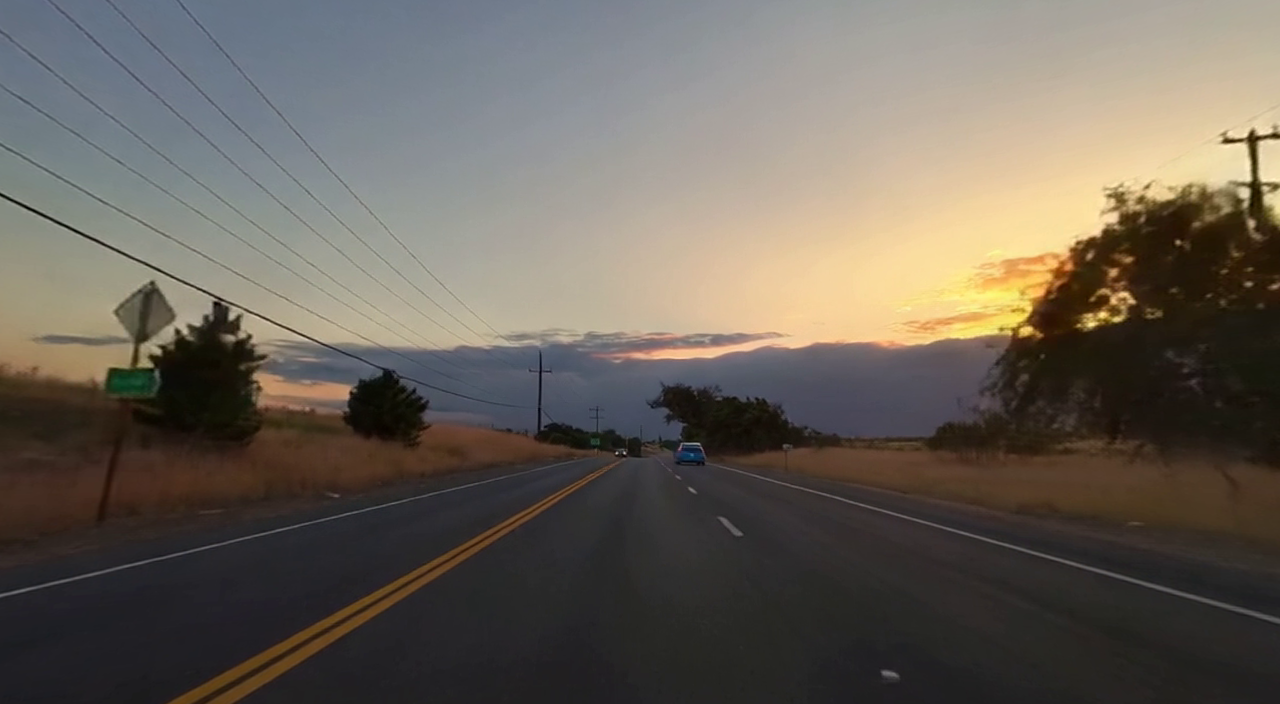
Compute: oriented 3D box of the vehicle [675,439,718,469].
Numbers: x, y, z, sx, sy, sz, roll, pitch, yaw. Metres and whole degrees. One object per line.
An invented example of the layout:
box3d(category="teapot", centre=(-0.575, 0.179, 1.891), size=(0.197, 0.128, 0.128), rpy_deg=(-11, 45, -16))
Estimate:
box3d(category="vehicle", centre=(3.383, 6.245, 38.794), size=(2.135, 1.692, 4.185), rpy_deg=(0, -9, -1))
